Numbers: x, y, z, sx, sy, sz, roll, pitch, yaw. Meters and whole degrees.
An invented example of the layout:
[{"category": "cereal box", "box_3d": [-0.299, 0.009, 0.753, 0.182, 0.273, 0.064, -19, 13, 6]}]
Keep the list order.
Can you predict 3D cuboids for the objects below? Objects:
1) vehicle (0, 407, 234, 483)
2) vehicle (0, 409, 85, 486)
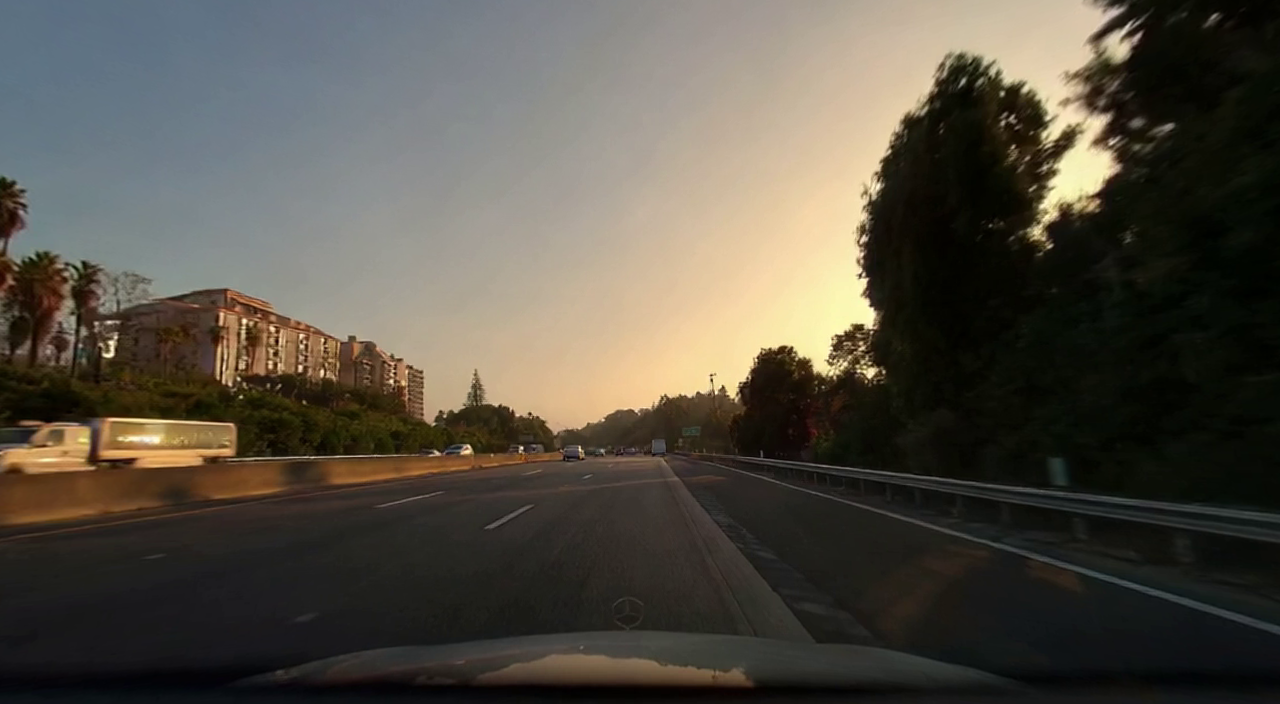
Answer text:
[{"category": "vehicle", "box_3d": [-35.133, 6.405, 43.276, 2.951, 4.166, 16.562, 0, -8, 1]}, {"category": "vehicle", "box_3d": [-35.286, 5.269, 34.620, 2.956, 3.992, 6.619, 0, -8, 2]}]
